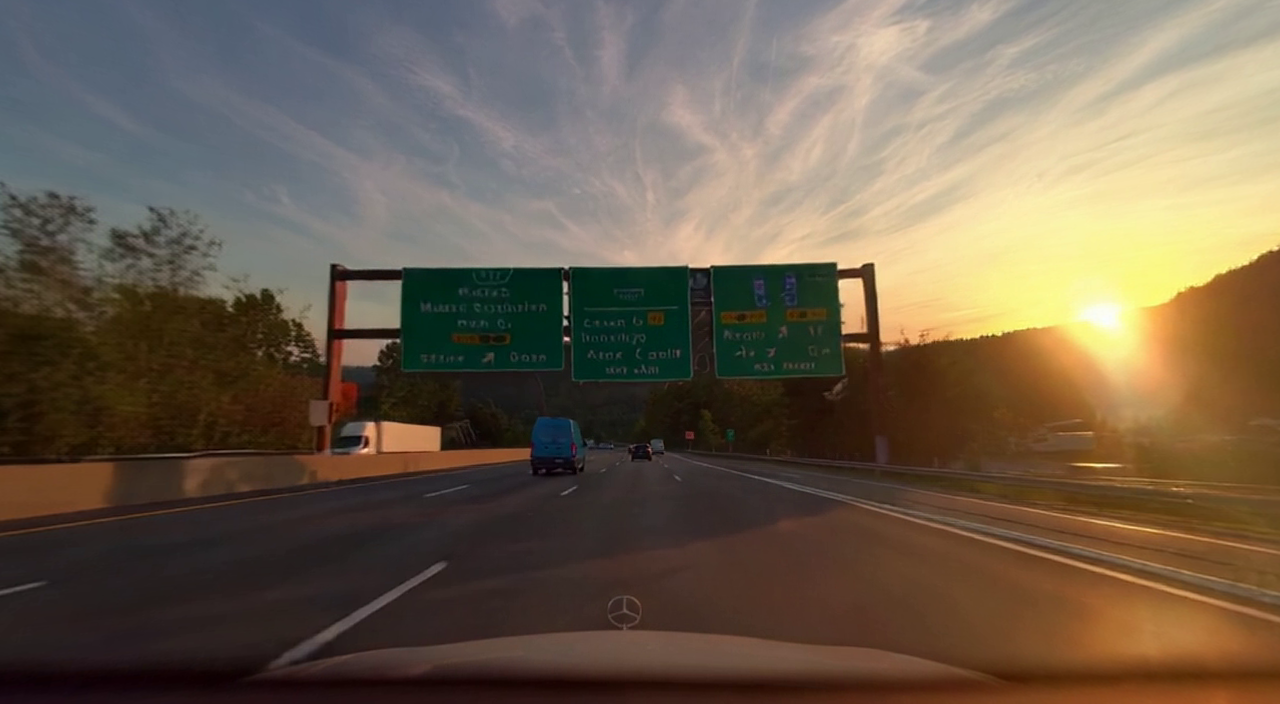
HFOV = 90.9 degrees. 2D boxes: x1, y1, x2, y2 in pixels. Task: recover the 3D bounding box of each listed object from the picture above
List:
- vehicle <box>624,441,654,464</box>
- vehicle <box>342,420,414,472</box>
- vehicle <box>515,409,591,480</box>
[{"bbox_3d":[-0.059,7.780,48.740,2.183,1.662,3.968,0,-9,0],"label":"vehicle"},{"bbox_3d":[-20.342,7.375,49.352,2.966,3.817,5.992,0,-9,0],"label":"vehicle"},{"bbox_3d":[-3.600,4.011,27.309,2.382,2.736,5.982,0,-9,0],"label":"vehicle"}]
